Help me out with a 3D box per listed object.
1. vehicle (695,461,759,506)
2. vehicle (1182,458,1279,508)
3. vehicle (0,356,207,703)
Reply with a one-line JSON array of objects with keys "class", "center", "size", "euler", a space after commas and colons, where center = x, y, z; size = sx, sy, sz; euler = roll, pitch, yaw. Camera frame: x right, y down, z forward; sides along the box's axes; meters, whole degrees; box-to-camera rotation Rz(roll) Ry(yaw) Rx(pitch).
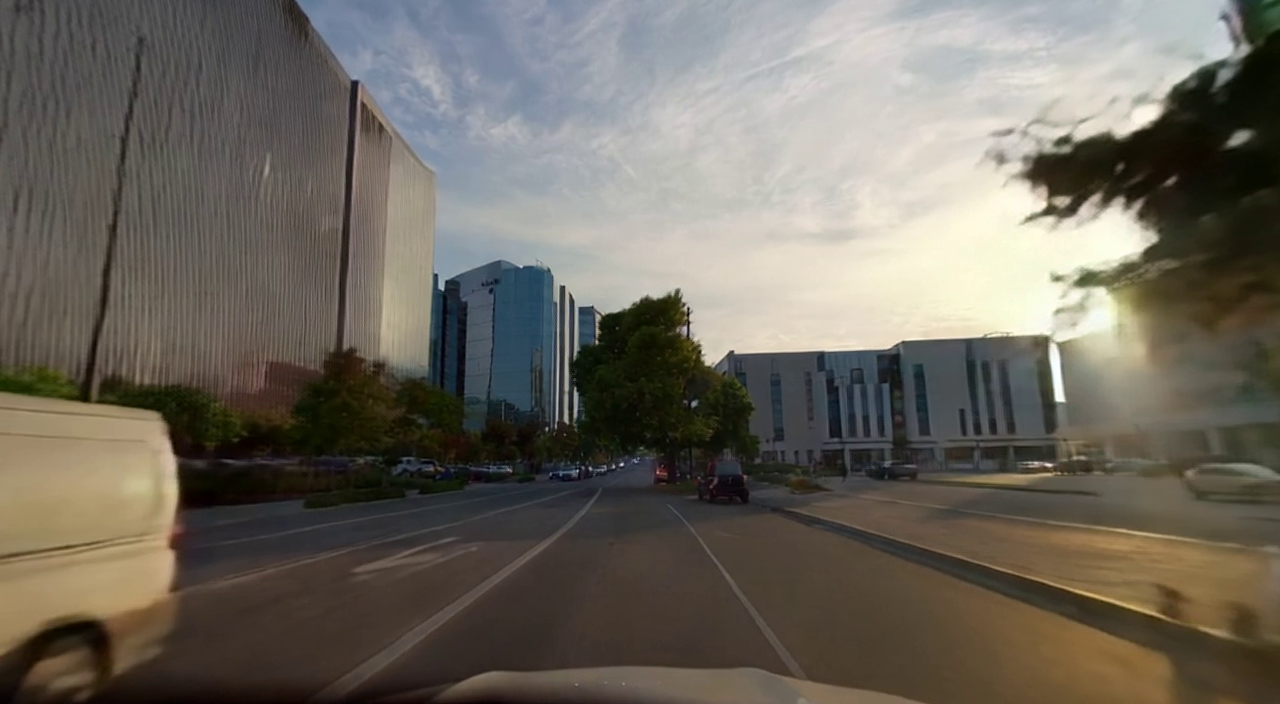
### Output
[{"class": "vehicle", "center": [3.152, 4.845, 23.493], "size": [1.899, 1.470, 3.666], "euler": [1, -10, 0]}, {"class": "vehicle", "center": [17.805, 3.734, 18.142], "size": [2.767, 1.307, 1.673], "euler": [-1, -10, 2]}, {"class": "vehicle", "center": [-3.554, 0.678, 1.523], "size": [1.956, 1.680, 4.126], "euler": [1, -10, 1]}]
